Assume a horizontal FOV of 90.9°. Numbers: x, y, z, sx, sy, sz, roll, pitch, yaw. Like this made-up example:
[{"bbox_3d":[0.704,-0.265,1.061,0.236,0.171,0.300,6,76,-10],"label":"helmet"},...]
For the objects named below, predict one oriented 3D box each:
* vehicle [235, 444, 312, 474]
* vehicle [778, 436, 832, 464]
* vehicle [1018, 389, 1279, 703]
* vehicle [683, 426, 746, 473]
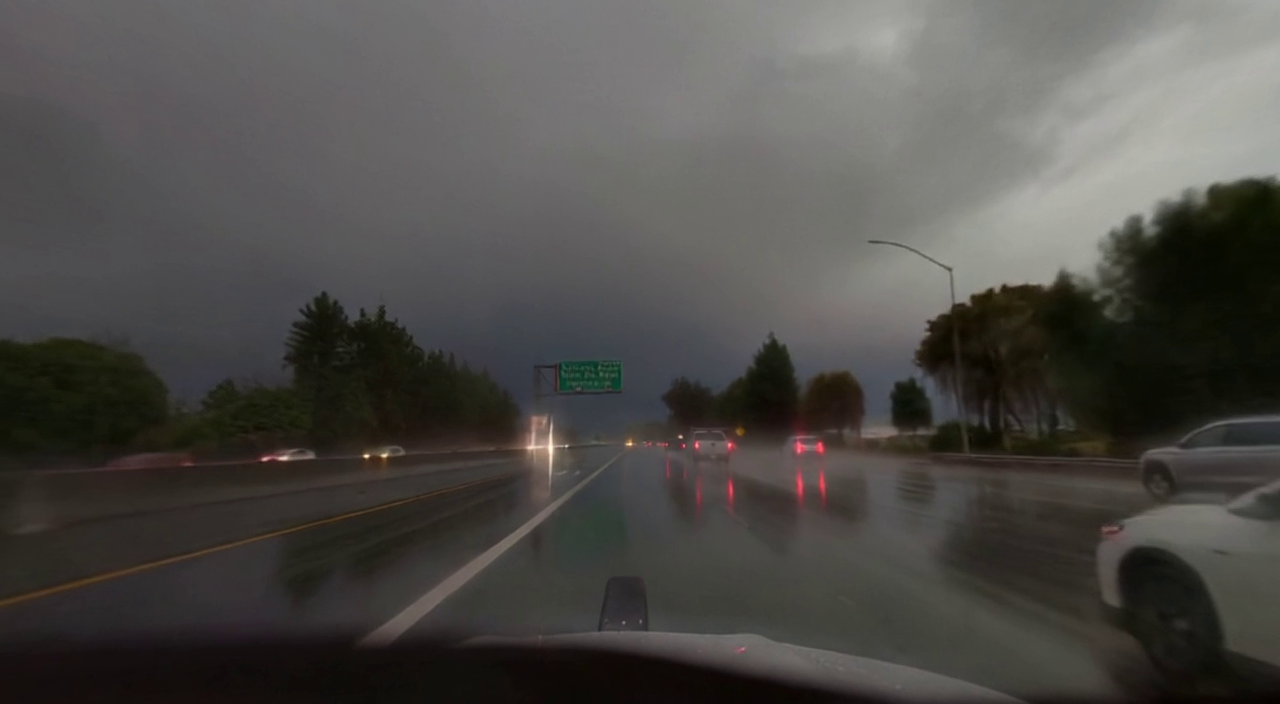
[{"bbox_3d":[-25.127,7.332,43.445,2.225,1.894,5.092,-1,-8,0],"label":"vehicle"},{"bbox_3d":[10.504,6.297,40.595,2.045,1.658,4.598,0,-8,-2],"label":"vehicle"},{"bbox_3d":[3.598,0.825,1.928,1.978,1.535,4.705,-1,-8,1],"label":"vehicle"},{"bbox_3d":[3.369,4.562,29.696,2.218,1.964,5.662,0,-8,0],"label":"vehicle"}]
